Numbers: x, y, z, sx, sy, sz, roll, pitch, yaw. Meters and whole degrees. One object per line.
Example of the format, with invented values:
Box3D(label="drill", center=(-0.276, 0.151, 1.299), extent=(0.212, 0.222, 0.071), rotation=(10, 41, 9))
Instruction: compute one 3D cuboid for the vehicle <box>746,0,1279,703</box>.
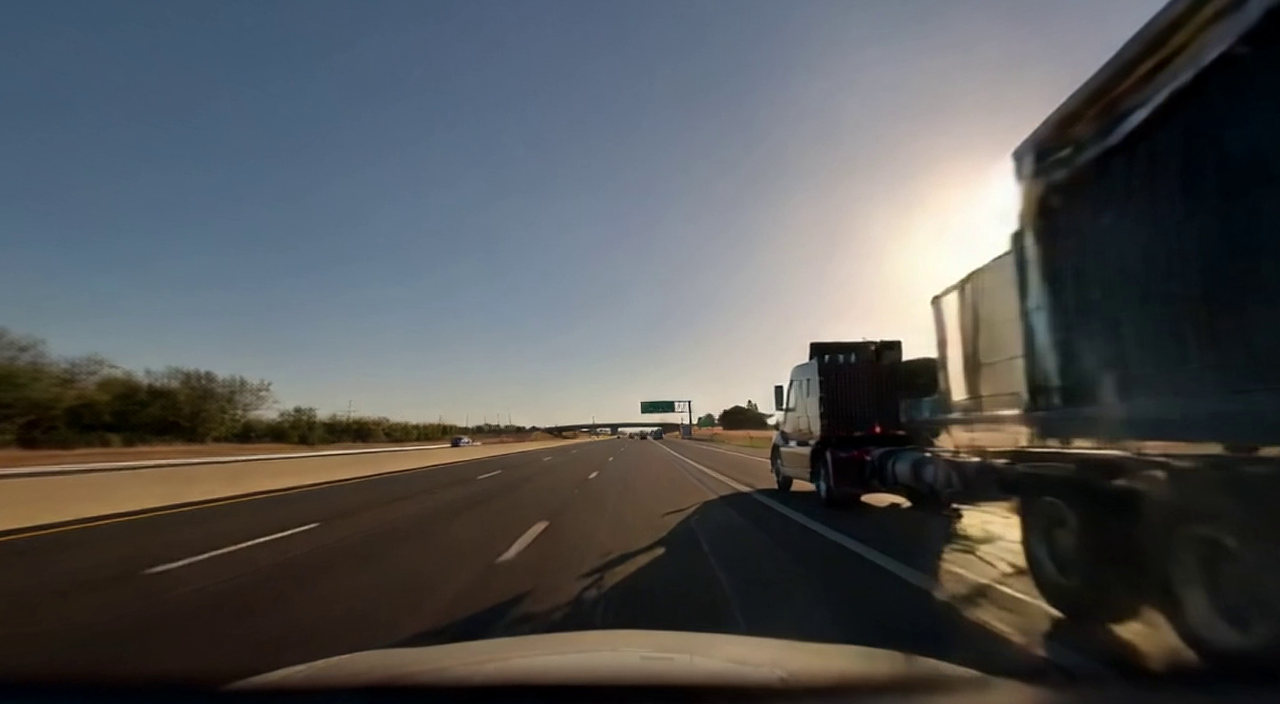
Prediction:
Box3D(label="vehicle", center=(3.941, 0.352, 7.393), extent=(3.446, 3.698, 12.089), rotation=(0, -8, 1))
